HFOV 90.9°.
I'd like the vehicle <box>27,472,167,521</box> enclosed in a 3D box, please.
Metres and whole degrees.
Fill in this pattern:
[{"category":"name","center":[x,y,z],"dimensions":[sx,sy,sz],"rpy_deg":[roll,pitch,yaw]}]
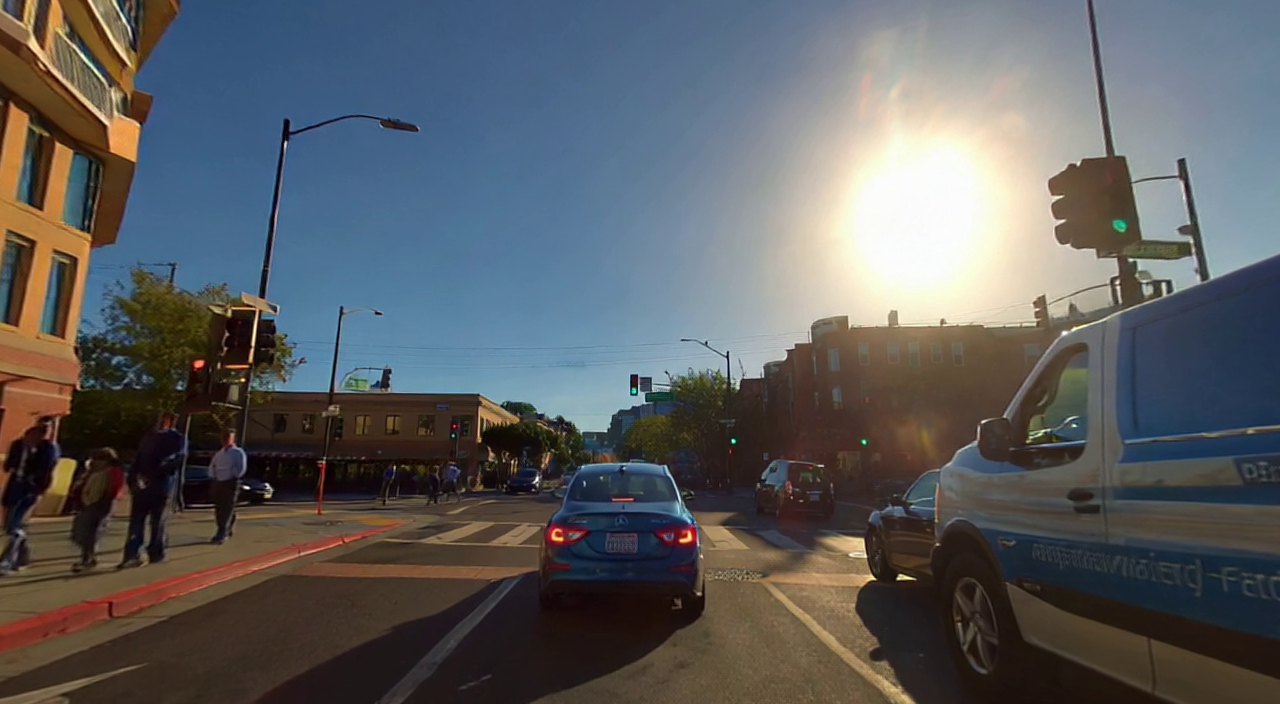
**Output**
[{"category":"vehicle","center":[-25.483,6.781,29.720],"dimensions":[4.588,2.048,2.110],"rpy_deg":[0,-9,1]}]

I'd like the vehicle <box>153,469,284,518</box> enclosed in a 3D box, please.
[{"category":"vehicle","center":[-19.781,6.626,29.711],"dimensions":[4.750,2.083,2.002],"rpy_deg":[-1,-9,3]}]

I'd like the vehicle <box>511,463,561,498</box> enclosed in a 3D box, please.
[{"category":"vehicle","center":[-6.351,7.902,39.006],"dimensions":[2.226,1.896,4.438],"rpy_deg":[-1,-8,1]}]

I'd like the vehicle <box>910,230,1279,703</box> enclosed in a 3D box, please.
[{"category":"vehicle","center":[3.208,0.541,1.245],"dimensions":[2.632,1.979,6.096],"rpy_deg":[0,-8,0]}]

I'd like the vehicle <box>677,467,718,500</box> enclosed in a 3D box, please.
[{"category":"vehicle","center":[3.464,8.054,38.809],"dimensions":[1.908,1.741,4.066],"rpy_deg":[0,-9,-3]}]
